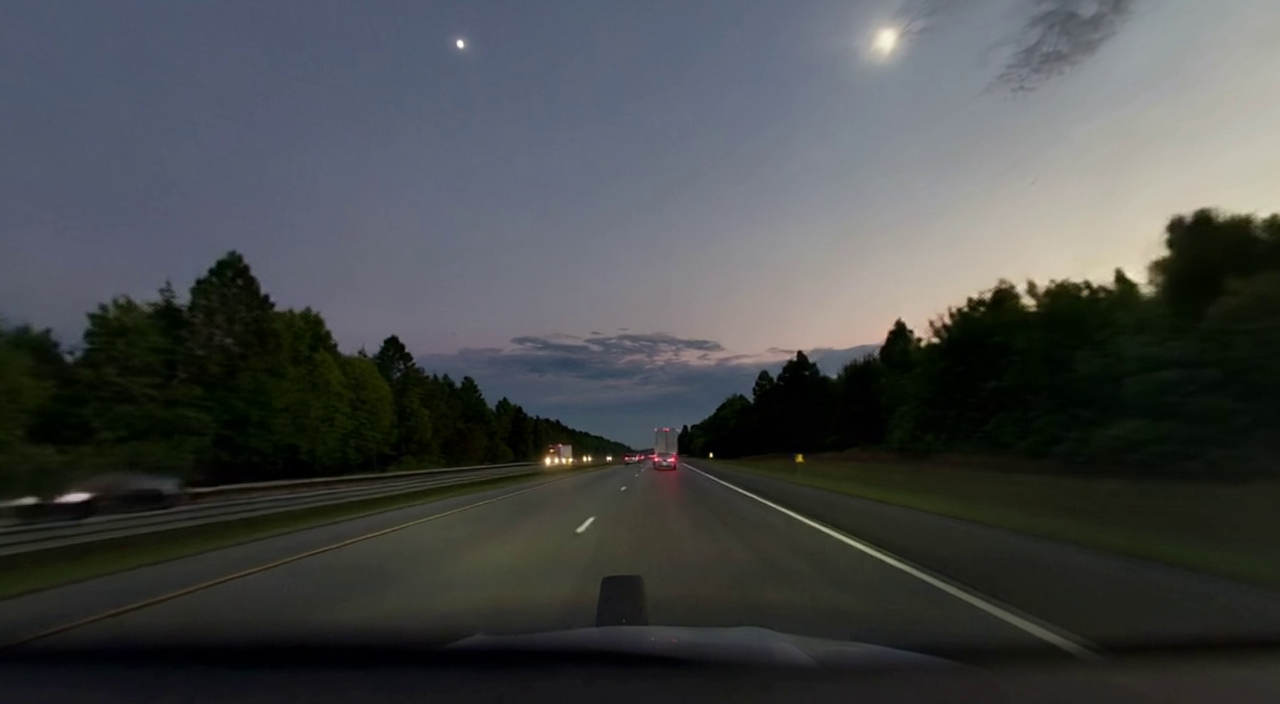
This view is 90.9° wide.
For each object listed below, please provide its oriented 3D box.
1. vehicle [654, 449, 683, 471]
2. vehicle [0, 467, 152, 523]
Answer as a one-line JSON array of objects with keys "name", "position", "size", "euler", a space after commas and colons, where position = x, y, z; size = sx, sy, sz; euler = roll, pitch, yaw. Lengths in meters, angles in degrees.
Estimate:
[{"name": "vehicle", "position": [2.161, 8.280, 48.484], "size": [2.096, 1.653, 4.185], "euler": [0, -9, 2]}, {"name": "vehicle", "position": [-17.755, 4.355, 19.610], "size": [1.876, 1.437, 3.888], "euler": [0, -9, 2]}]
